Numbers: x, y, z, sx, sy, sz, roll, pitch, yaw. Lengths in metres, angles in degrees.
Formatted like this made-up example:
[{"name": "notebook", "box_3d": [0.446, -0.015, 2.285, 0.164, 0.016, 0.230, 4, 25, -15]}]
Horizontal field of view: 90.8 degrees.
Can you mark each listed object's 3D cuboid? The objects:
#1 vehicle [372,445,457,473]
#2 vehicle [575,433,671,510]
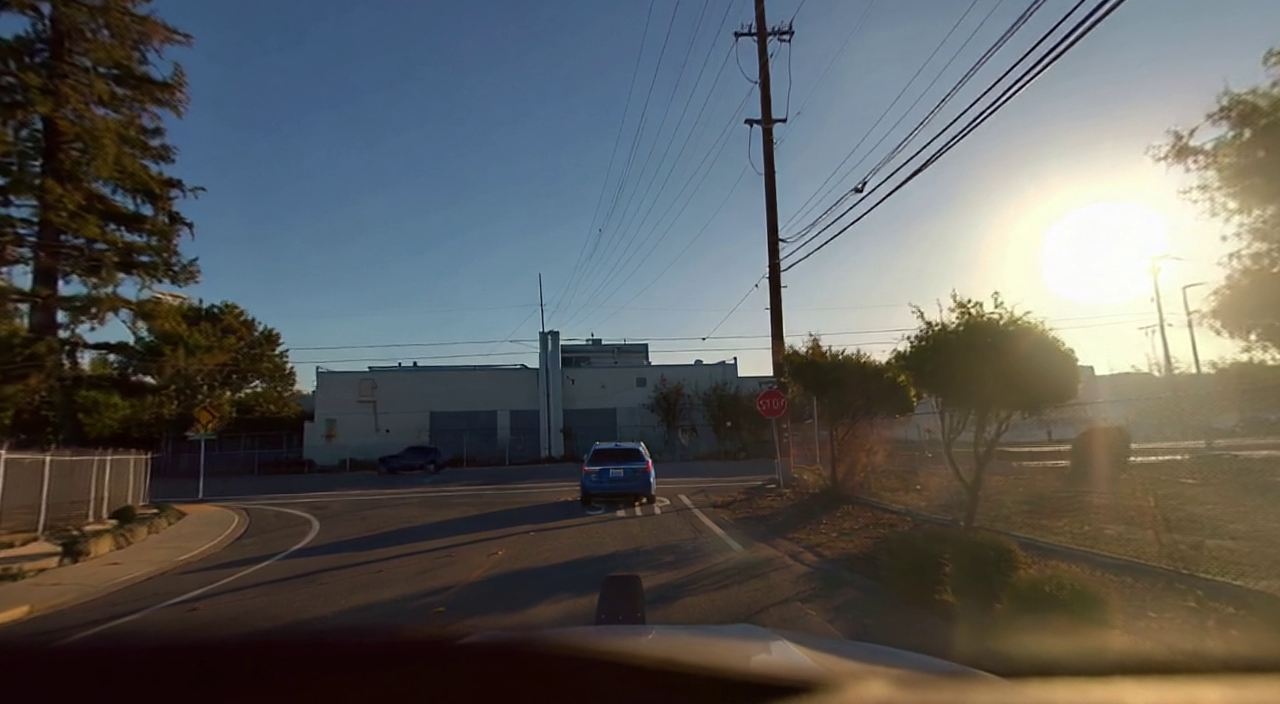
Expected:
[{"name": "vehicle", "box_3d": [-13.975, 6.645, 39.353, 4.667, 1.614, 1.820, 1, -8, -8]}, {"name": "vehicle", "box_3d": [-0.504, 2.986, 16.311, 2.137, 1.698, 4.166, 0, -8, -4]}]
